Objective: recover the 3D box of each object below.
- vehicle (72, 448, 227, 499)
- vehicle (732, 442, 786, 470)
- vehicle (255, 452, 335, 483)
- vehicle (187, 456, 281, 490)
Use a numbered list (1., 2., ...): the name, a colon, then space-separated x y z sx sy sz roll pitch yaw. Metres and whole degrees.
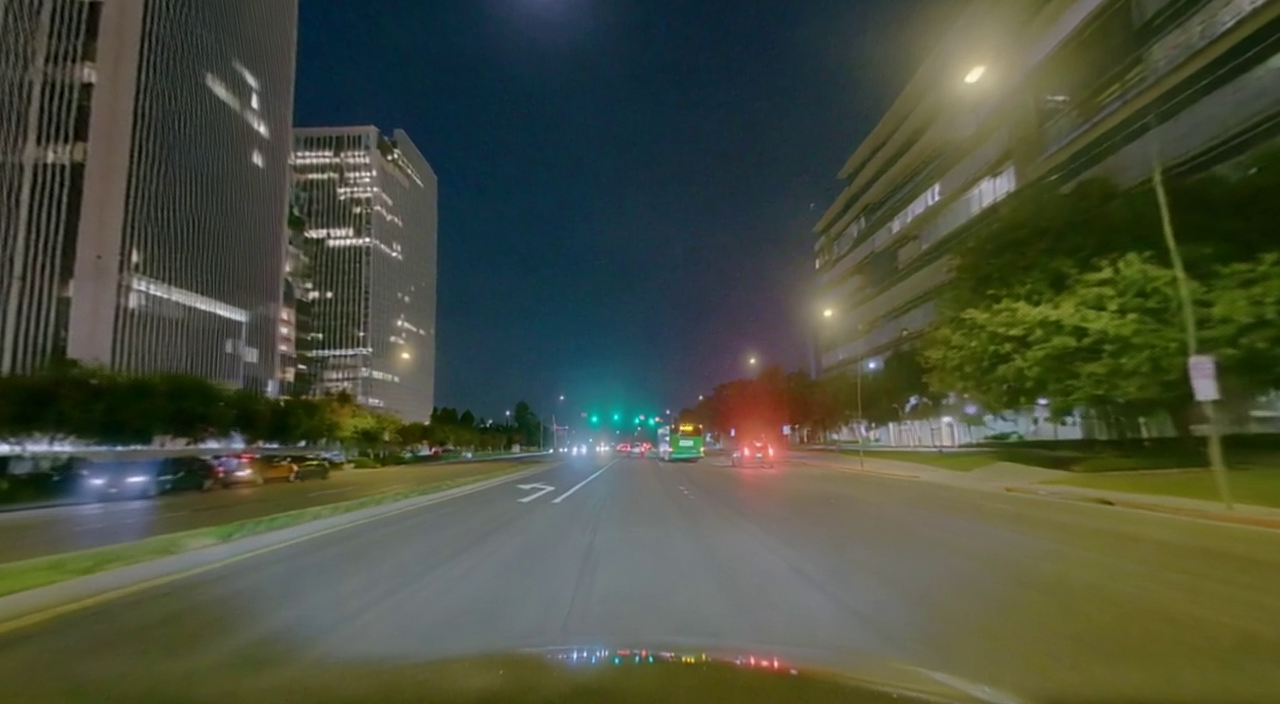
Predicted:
1. vehicle: -18.662 4.608 24.428 2.047 1.756 4.844 0 -9 0
2. vehicle: 6.464 5.721 34.839 1.992 1.447 4.414 1 -9 -2
3. vehicle: -18.783 6.288 34.696 1.861 1.499 4.605 0 -9 -1
4. vehicle: -18.946 5.619 29.729 1.685 1.426 4.247 1 -9 -2
